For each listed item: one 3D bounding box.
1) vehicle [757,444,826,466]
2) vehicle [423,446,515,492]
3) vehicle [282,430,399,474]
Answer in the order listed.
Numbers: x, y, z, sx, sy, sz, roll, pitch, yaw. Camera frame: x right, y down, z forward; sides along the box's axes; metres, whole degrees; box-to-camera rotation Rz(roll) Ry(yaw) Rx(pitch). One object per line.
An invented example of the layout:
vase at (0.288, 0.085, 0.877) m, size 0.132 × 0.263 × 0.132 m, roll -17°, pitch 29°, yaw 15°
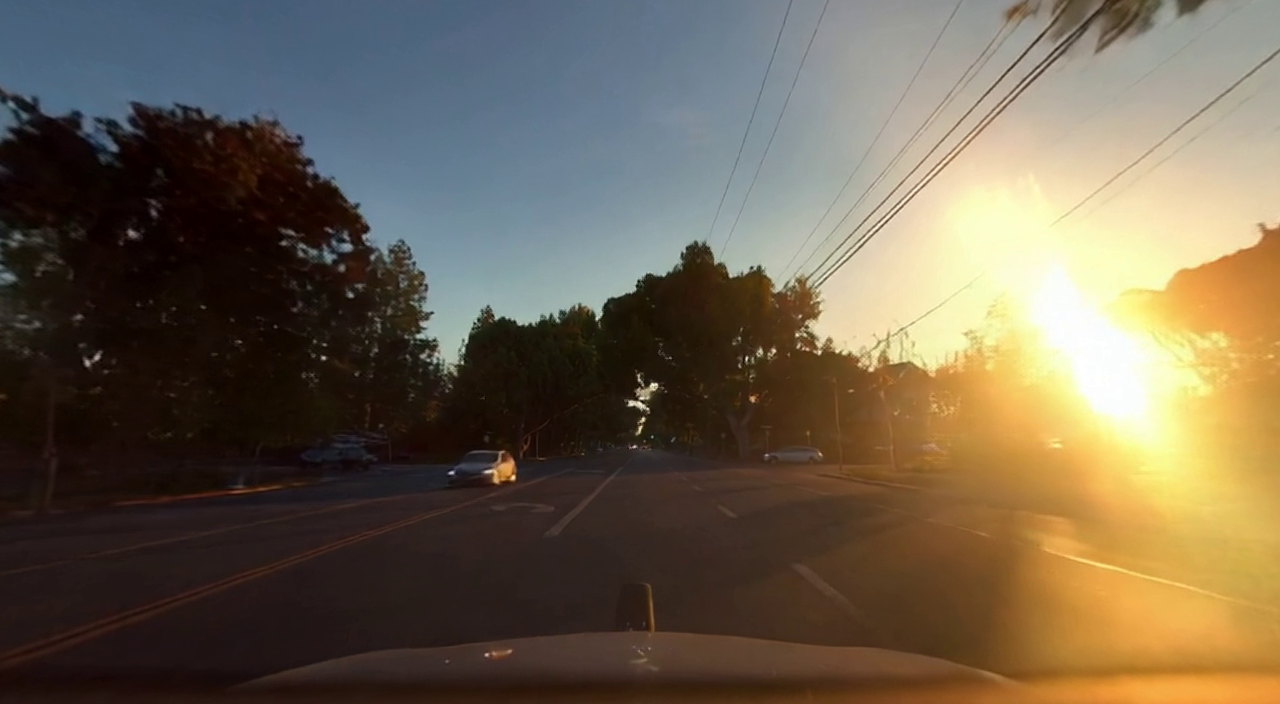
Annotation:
vehicle at (11.349, 7.717, 47.465) m, size 4.565 × 1.600 × 2.023 m, roll 0°, pitch -8°, yaw -5°
vehicle at (-6.389, 4.403, 24.169) m, size 2.163 × 1.588 × 4.509 m, roll 0°, pitch -8°, yaw 1°
vehicle at (-20.611, 6.890, 43.601) m, size 6.794 × 2.863 × 2.387 m, roll 0°, pitch -8°, yaw 0°
